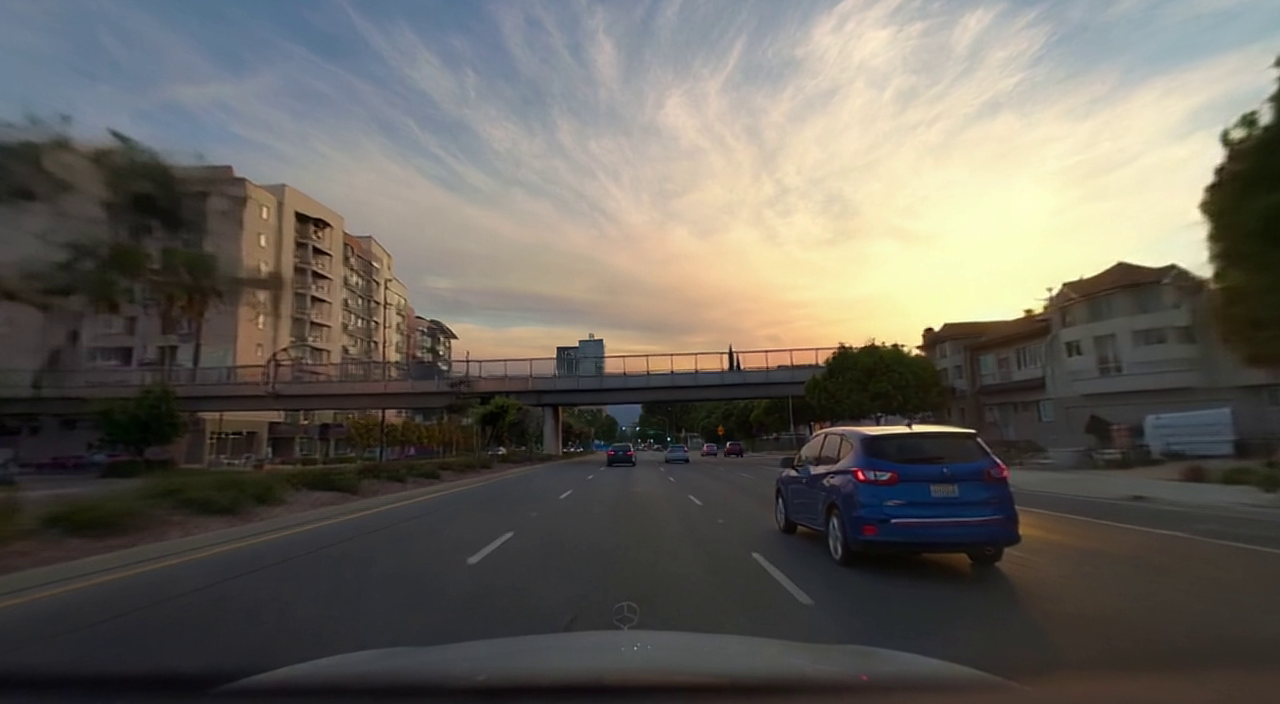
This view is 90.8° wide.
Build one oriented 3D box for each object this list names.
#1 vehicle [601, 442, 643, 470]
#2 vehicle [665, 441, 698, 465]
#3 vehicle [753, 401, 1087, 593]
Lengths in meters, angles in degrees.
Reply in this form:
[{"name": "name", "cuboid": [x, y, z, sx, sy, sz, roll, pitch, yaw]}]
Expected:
[{"name": "vehicle", "cuboid": [-0.992, 6.016, 36.748, 2.173, 1.498, 4.528, 0, -8, 1]}, {"name": "vehicle", "cuboid": [3.089, 7.611, 47.930, 2.165, 1.708, 3.928, 0, -8, -2]}, {"name": "vehicle", "cuboid": [2.977, 1.662, 8.168, 2.130, 1.741, 4.665, 0, -8, 0]}]
